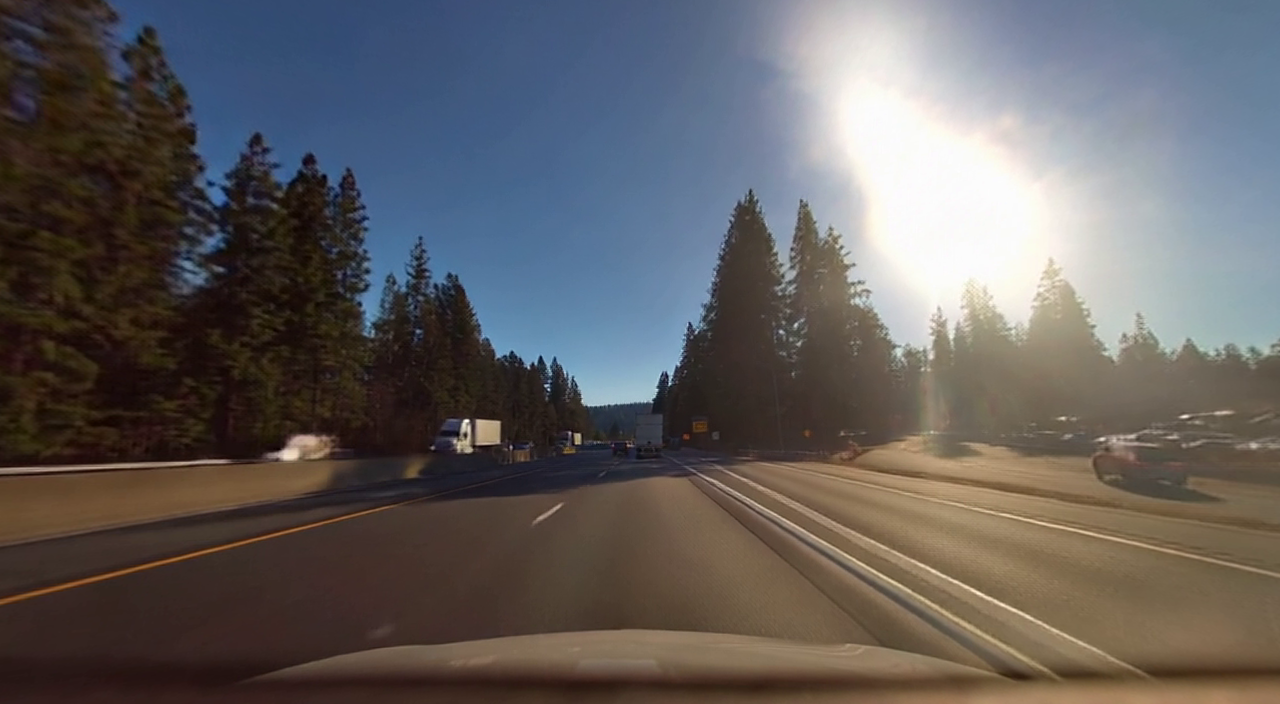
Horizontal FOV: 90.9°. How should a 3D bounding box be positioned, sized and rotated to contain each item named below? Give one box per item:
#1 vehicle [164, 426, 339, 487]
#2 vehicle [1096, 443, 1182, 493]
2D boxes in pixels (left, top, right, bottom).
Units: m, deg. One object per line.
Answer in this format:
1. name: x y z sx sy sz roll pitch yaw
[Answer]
1. vehicle: -13.068 3.576 21.891 2.386 1.811 5.807 0 -8 0
2. vehicle: 25.149 5.741 31.735 4.629 2.287 2.607 8 -12 -44
